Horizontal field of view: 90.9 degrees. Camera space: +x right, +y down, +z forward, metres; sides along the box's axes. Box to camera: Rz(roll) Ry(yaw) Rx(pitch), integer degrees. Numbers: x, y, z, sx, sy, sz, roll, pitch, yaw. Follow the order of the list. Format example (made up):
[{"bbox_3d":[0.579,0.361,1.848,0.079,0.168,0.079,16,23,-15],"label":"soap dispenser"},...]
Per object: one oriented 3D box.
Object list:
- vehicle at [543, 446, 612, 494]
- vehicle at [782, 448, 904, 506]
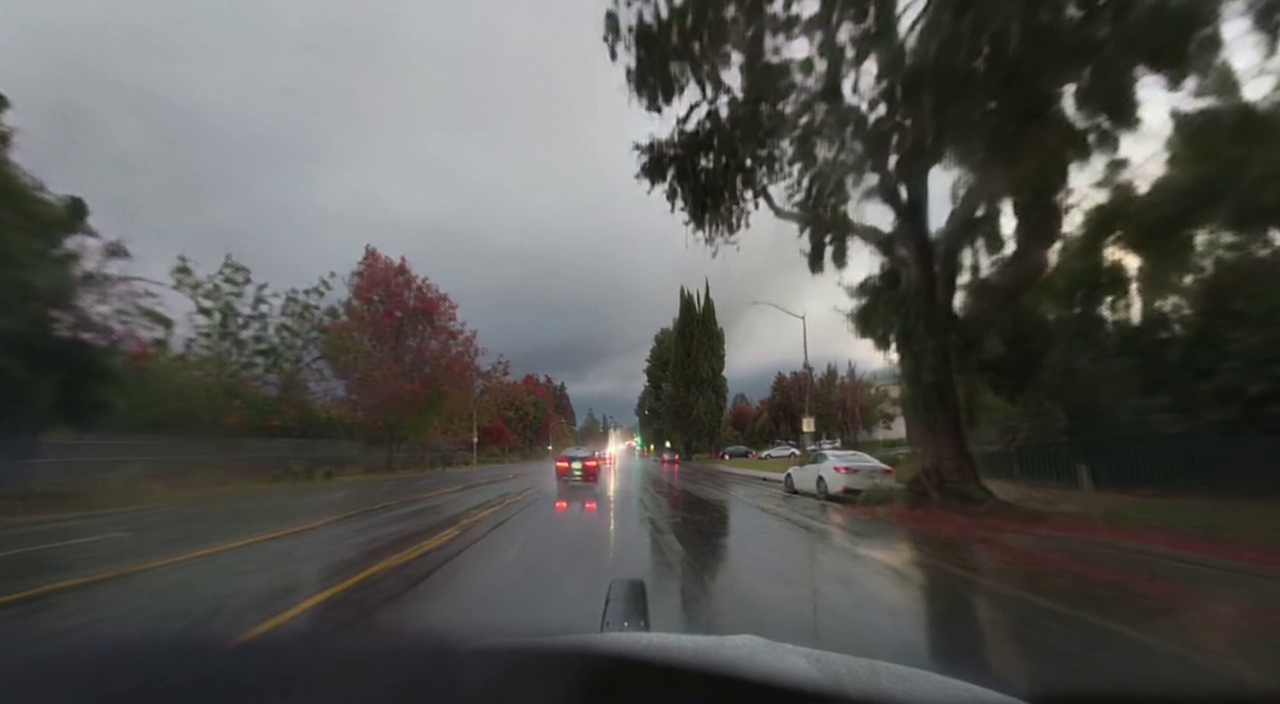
[{"bbox_3d":[-2.051,3.987,21.770,2.099,1.470,4.302,0,-8,-2],"label":"vehicle"},{"bbox_3d":[6.062,3.766,19.531,2.164,1.511,4.571,0,-8,-1],"label":"vehicle"}]
